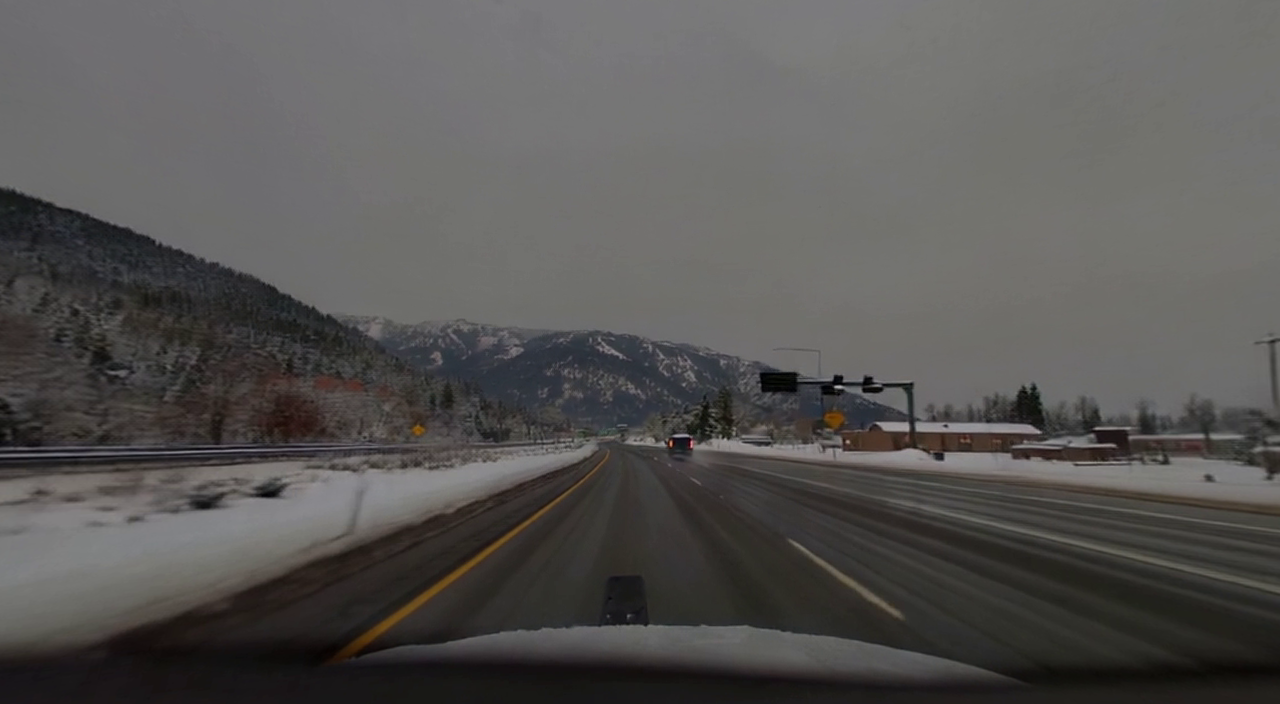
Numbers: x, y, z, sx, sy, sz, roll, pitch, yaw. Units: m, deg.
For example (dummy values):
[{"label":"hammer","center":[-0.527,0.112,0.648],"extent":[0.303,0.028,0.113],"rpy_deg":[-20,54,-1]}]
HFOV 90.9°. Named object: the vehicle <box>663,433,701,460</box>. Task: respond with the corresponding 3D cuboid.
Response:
[{"label":"vehicle","center":[2.943,6.821,45.509],"extent":[2.210,1.815,4.571],"rpy_deg":[0,-8,-3]}]
